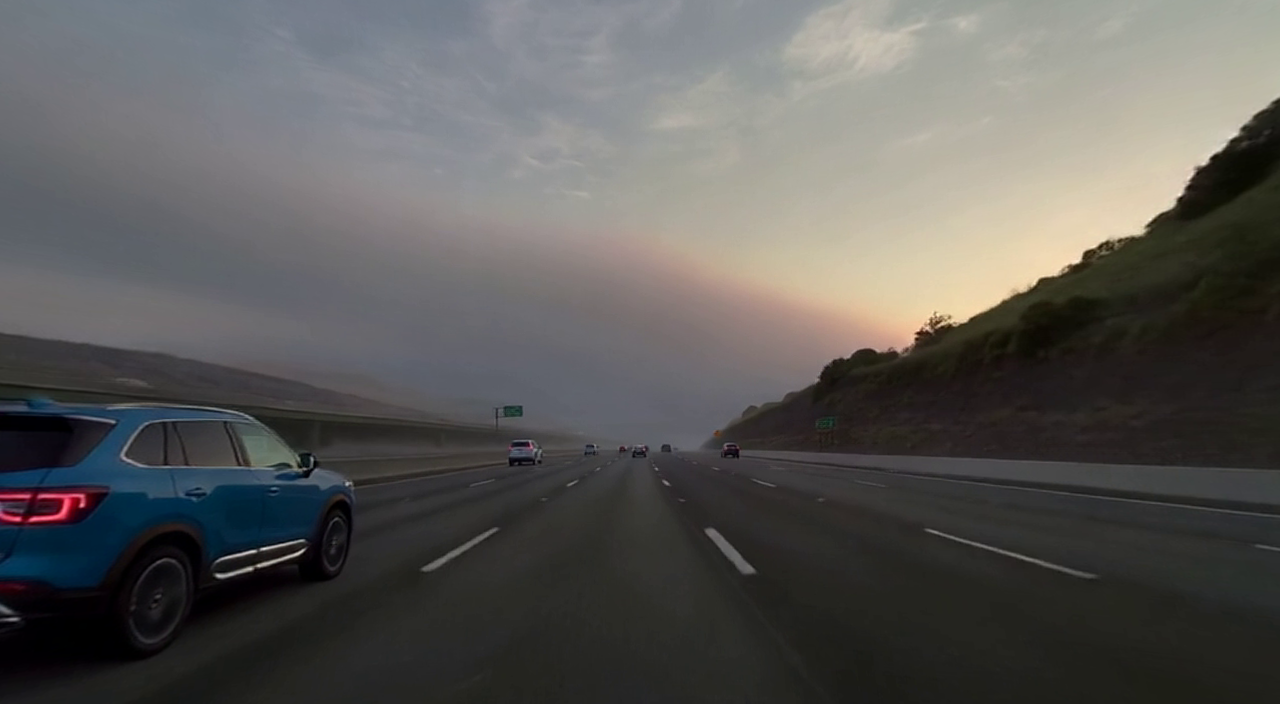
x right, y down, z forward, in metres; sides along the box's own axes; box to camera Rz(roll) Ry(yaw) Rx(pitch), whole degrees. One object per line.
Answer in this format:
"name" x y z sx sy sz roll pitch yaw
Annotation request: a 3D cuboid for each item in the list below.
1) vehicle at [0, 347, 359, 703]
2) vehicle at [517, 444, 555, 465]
"vehicle" -3.757 1.005 3.708 2.047 1.715 4.689 0 -9 0
"vehicle" -7.910 7.850 48.530 2.054 1.474 4.450 0 -9 1
